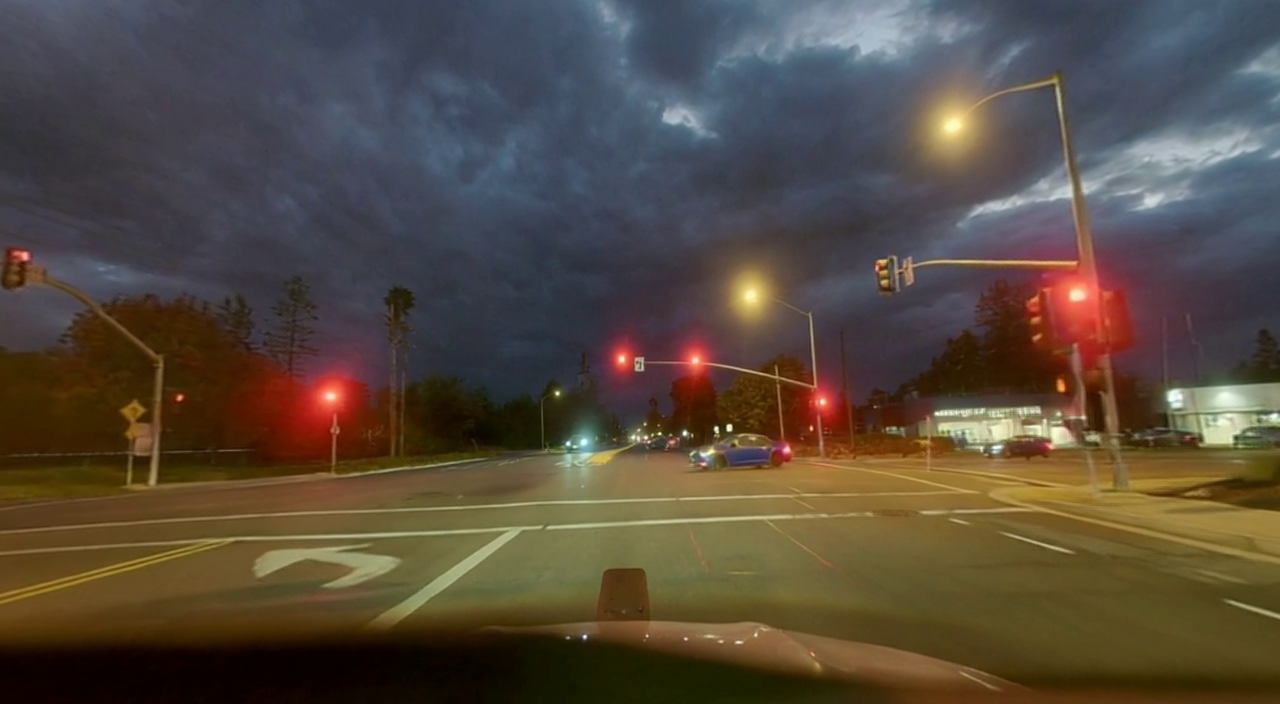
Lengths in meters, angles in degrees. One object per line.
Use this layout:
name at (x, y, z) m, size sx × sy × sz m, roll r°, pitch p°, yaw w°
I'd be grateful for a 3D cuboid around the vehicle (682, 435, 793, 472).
vehicle at (4.188, 4.310, 26.999) m, size 4.528 × 1.482 × 1.864 m, roll 5°, pitch -10°, yaw -31°

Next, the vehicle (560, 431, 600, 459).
vehicle at (-3.789, 5.965, 40.408) m, size 2.140 × 1.638 × 4.259 m, roll 0°, pitch -8°, yaw 0°

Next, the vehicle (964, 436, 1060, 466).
vehicle at (19.564, 5.186, 33.155) m, size 4.377 × 1.523 × 1.877 m, roll 3°, pitch -9°, yaw -19°
